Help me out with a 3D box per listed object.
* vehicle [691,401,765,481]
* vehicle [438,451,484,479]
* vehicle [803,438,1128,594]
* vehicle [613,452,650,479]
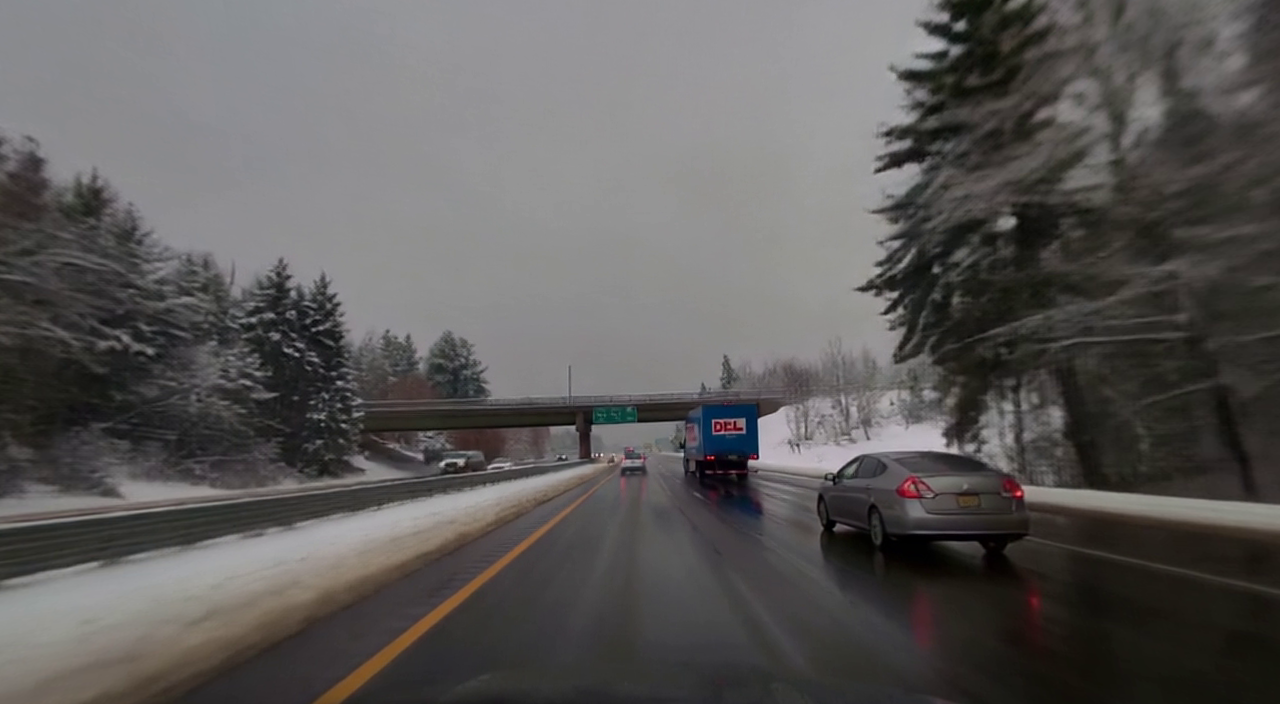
[{"bbox_3d":[4.729,5.075,35.740,2.838,3.985,8.010,0,-9,-1],"label":"vehicle"},{"bbox_3d":[-13.677,8.629,48.506,2.061,1.979,4.742,-1,-9,1],"label":"vehicle"},{"bbox_3d":[3.651,1.893,8.136,1.894,1.452,4.164,0,-9,-1],"label":"vehicle"},{"bbox_3d":[-0.455,6.665,37.155,2.055,1.445,3.661,0,-9,0],"label":"vehicle"}]
